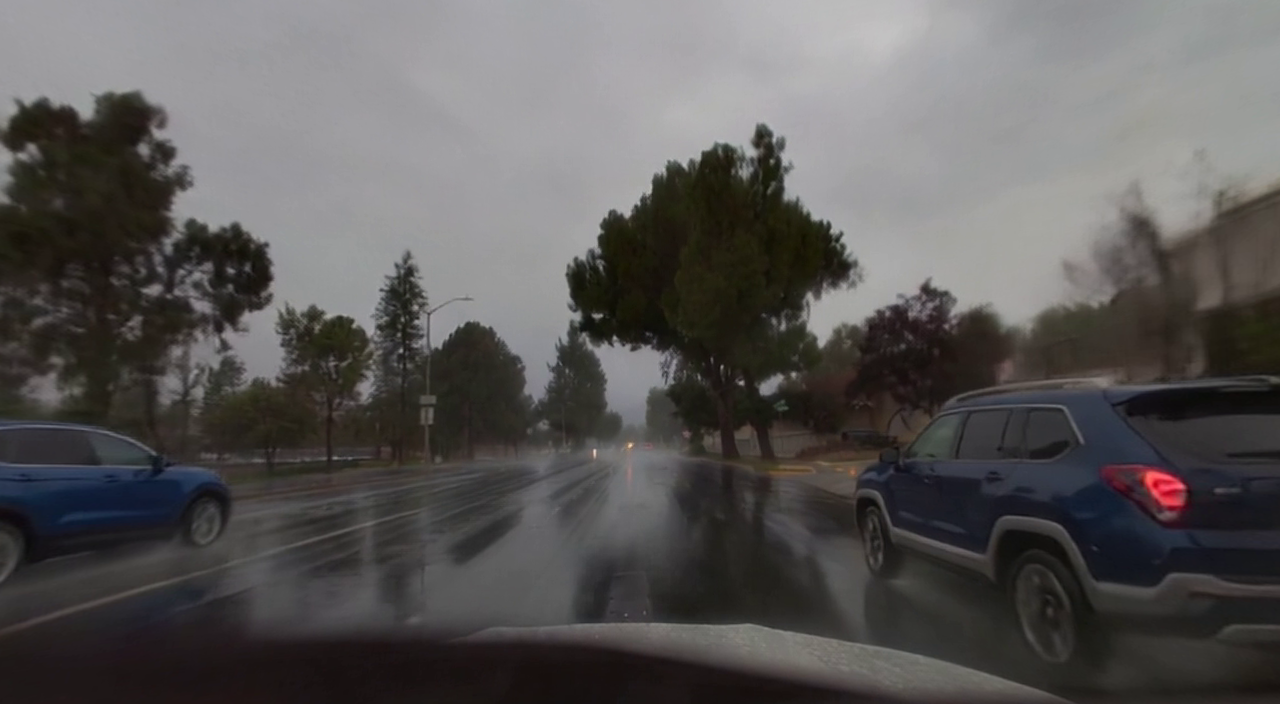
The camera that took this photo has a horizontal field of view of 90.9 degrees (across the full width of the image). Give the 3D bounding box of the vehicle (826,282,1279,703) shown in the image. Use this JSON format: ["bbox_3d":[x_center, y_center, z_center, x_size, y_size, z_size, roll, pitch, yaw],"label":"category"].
[{"bbox_3d":[2.879,0.979,3.802,2.047,1.768,4.607,0,-9,-1],"label":"vehicle"}]

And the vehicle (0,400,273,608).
[{"bbox_3d":[-6.323,1.474,6.637,2.069,1.690,4.837,0,-9,-1],"label":"vehicle"}]
